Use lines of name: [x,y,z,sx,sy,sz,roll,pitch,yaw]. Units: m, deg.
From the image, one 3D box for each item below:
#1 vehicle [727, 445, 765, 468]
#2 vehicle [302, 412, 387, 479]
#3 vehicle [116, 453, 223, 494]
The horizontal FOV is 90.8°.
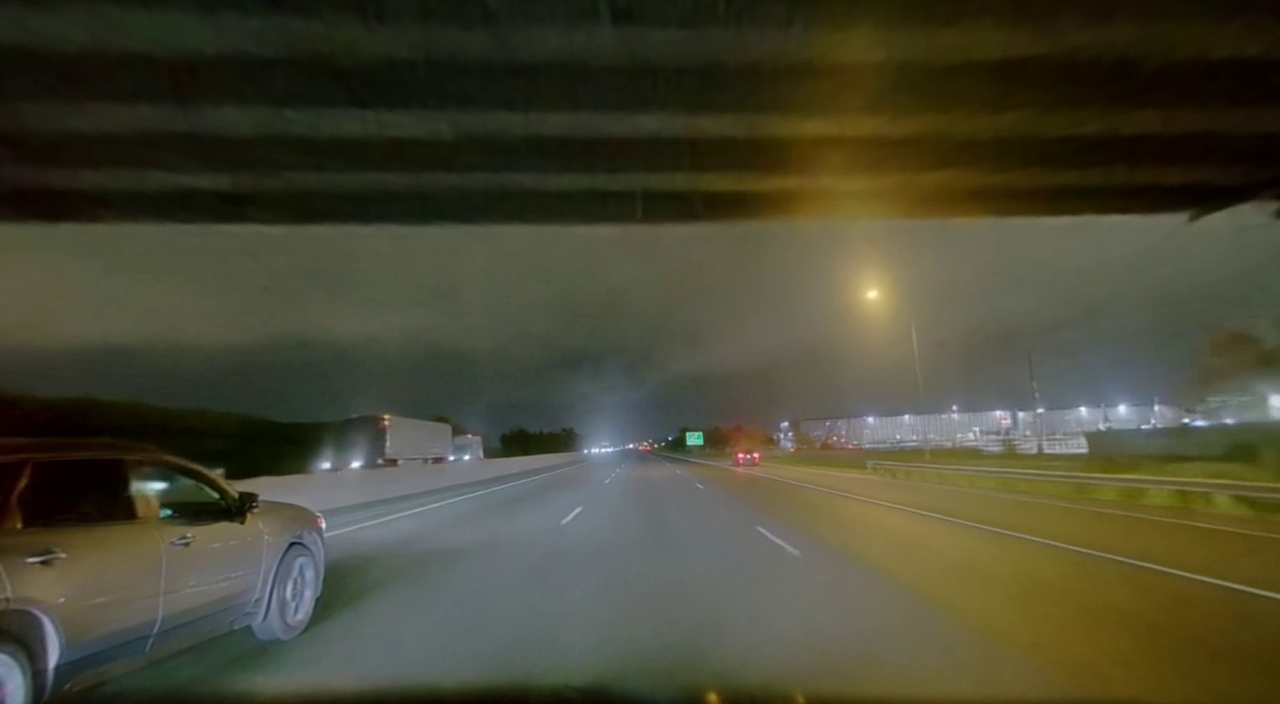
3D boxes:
vehicle: [7.325,7.216,43.810,1.923,1.516,3.815,0,-9,-1]
vehicle: [-18.855,6.030,40.627,2.993,4.001,4.790,0,-9,0]
vehicle: [-22.309,5.751,30.123,1.882,1.759,4.163,0,-9,-1]
